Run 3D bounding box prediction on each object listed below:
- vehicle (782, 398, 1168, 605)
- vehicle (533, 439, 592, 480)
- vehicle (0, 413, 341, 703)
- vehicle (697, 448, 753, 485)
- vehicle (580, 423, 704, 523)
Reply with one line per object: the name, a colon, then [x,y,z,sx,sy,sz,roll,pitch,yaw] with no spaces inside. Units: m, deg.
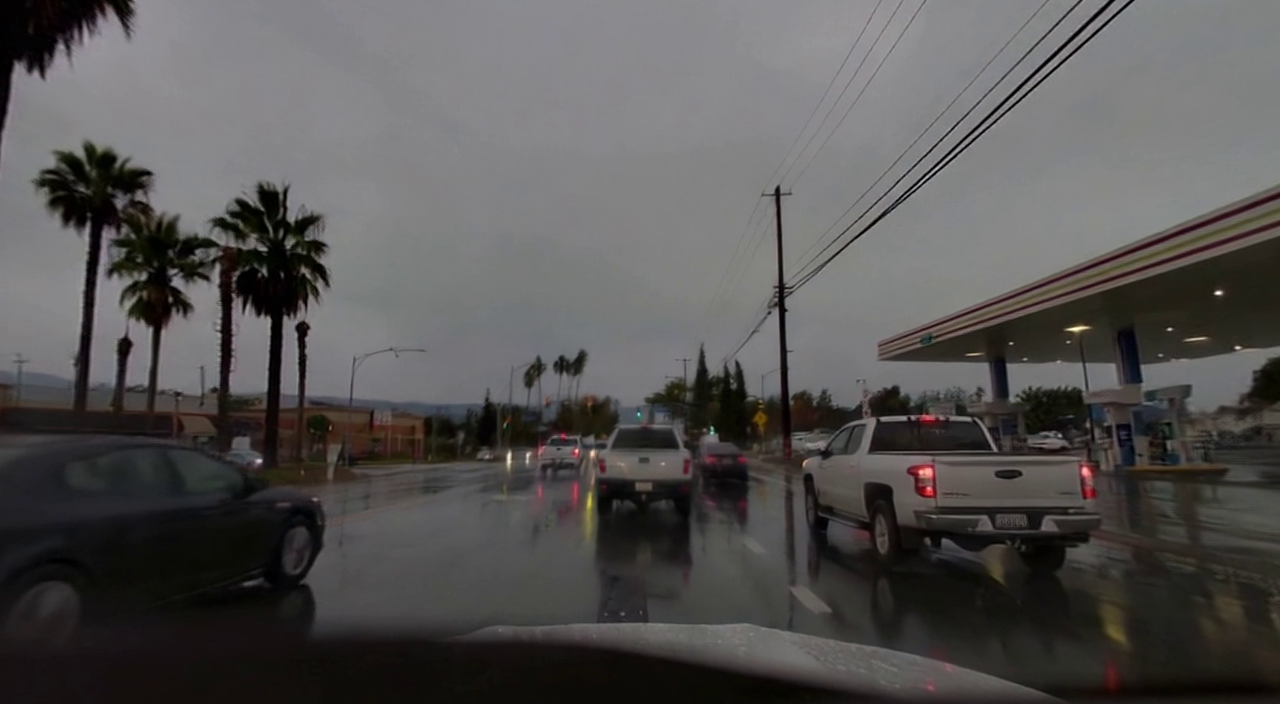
vehicle: [3.602,1.736,8.404,2.120,1.828,5.531,0,-8,0]
vehicle: [-3.609,5.096,30.108,2.071,1.811,4.605,0,-8,2]
vehicle: [-4.121,1.212,4.099,1.983,1.502,4.720,0,-8,0]
vehicle: [3.574,4.883,27.086,1.901,1.401,3.965,0,-8,1]
vehicle: [0.089,2.656,14.451,2.295,1.835,5.471,0,-8,1]
